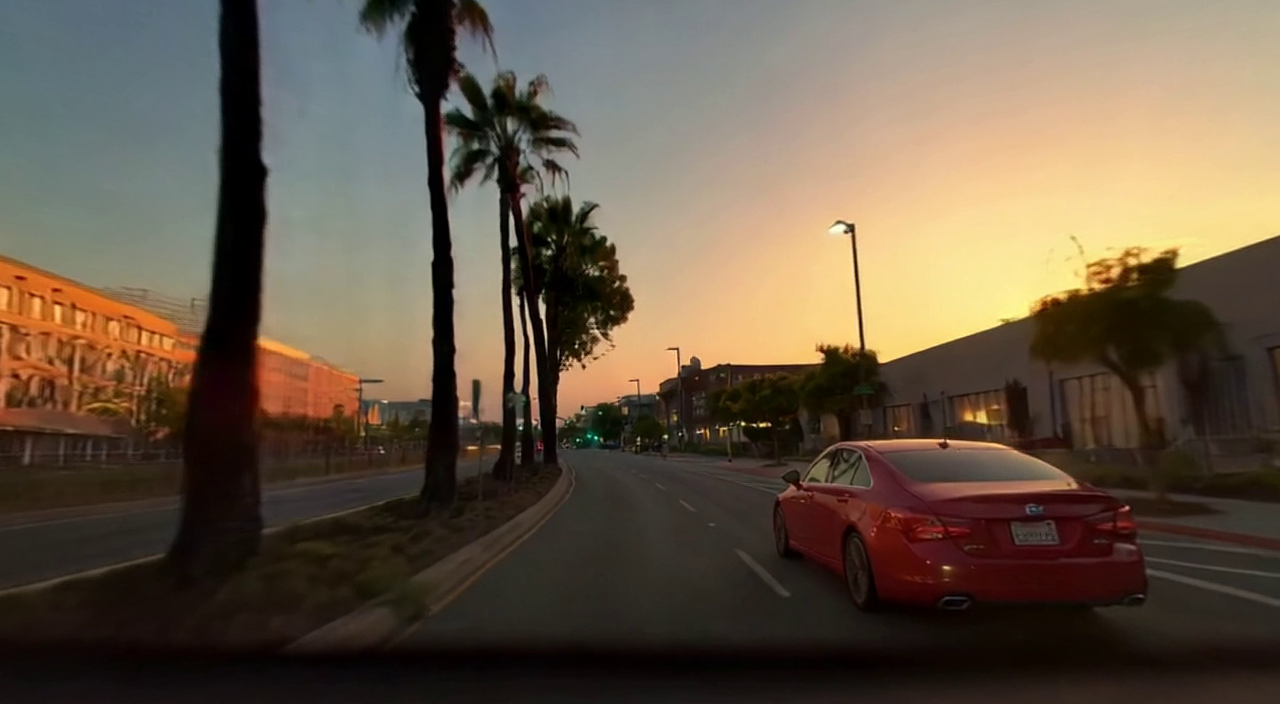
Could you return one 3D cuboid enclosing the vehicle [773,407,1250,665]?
[{"bbox_3d":[2.741,1.440,6.072,1.867,1.554,4.301,0,-8,-2],"label":"vehicle"}]
